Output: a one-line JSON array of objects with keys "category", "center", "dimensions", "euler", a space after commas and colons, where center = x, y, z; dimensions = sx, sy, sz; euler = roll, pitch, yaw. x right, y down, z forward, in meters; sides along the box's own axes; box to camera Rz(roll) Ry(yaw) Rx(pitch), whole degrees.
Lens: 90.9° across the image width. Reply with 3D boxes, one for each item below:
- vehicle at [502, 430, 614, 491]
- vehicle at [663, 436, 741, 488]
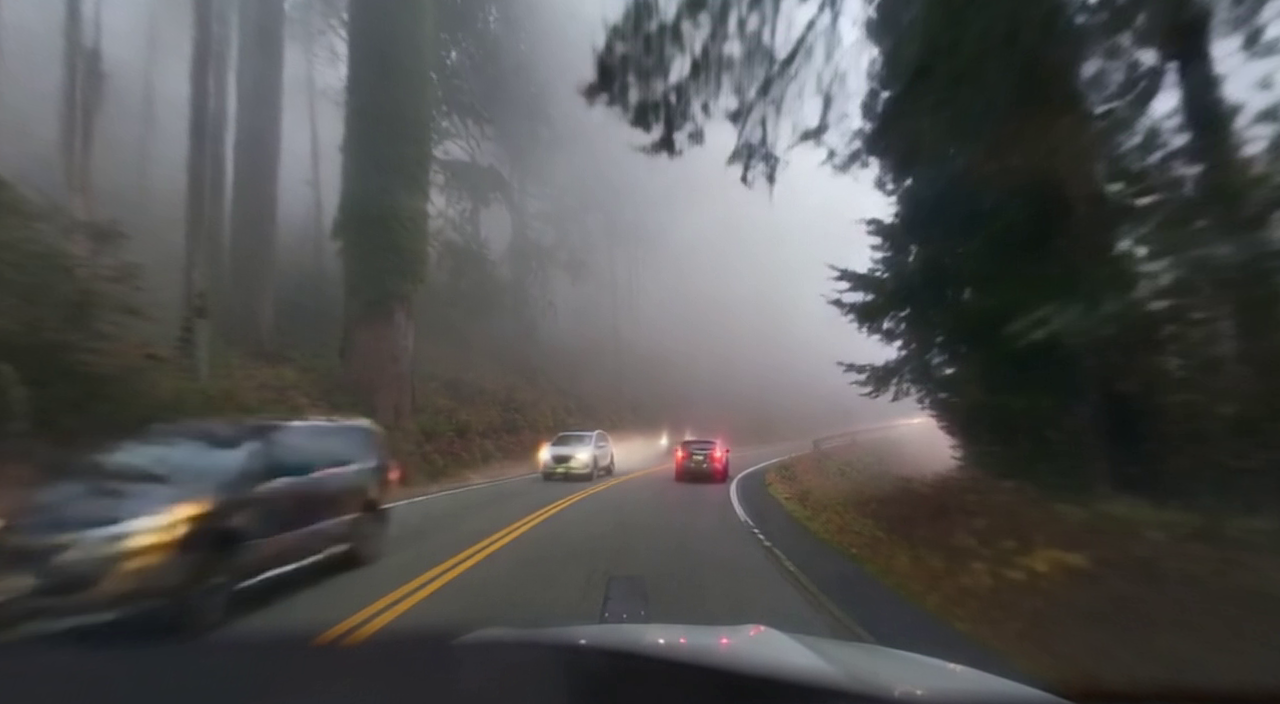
[{"category": "vehicle", "center": [-2.522, 3.479, 20.674], "dimensions": [2.347, 1.757, 4.359], "euler": [-2, -8, 11]}, {"category": "vehicle", "center": [2.224, 3.674, 21.509], "dimensions": [2.274, 1.583, 4.349], "euler": [-1, -8, 10]}]
